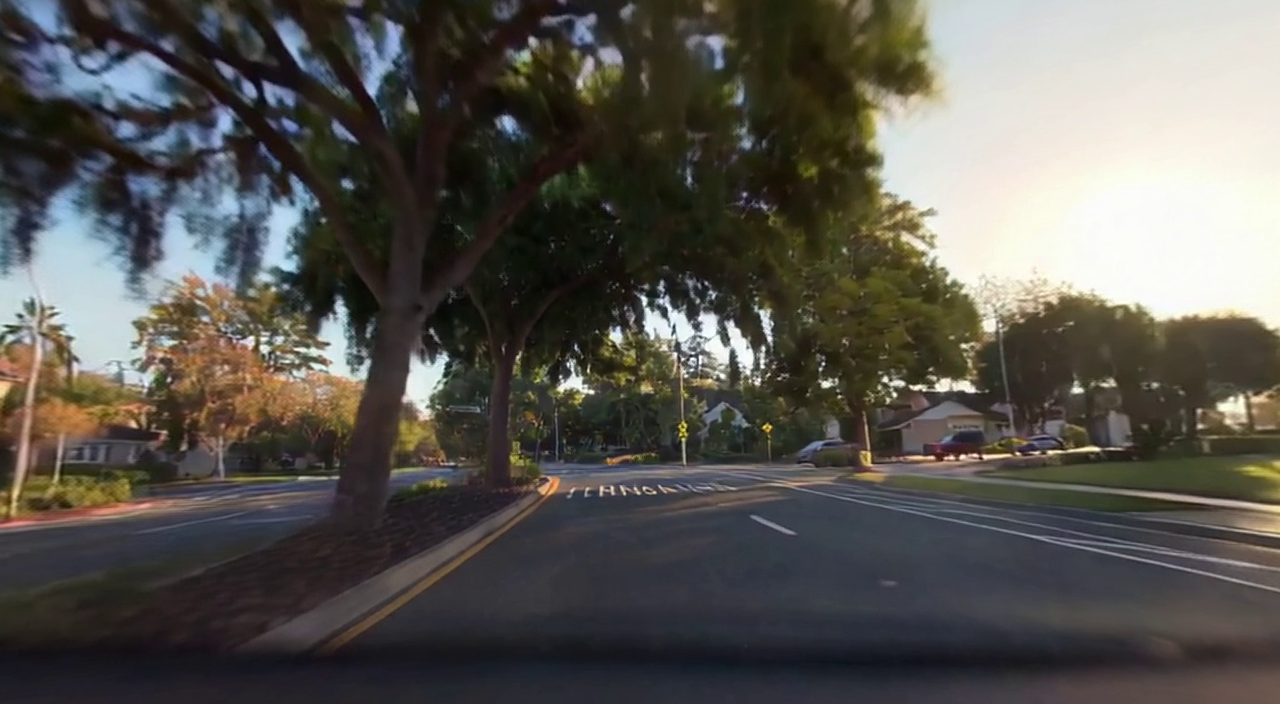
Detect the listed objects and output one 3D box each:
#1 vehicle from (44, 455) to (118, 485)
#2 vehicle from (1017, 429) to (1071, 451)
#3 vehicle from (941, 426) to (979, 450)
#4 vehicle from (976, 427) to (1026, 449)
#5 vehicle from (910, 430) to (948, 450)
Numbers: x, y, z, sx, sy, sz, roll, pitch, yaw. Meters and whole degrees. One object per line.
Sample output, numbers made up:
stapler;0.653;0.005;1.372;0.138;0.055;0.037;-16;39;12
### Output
vehicle;-39.975;8.395;45.274;2.227;1.905;5.954;4;-9;-24
vehicle;31.180;6.841;48.789;1.854;1.512;4.082;-6;-9;8
vehicle;24.700;6.598;48.770;1.994;1.714;4.222;-1;-7;18
vehicle;28.388;6.783;49.683;1.798;1.621;3.735;0;-8;3
vehicle;22.565;6.887;49.318;1.702;1.536;3.896;-1;-8;9
